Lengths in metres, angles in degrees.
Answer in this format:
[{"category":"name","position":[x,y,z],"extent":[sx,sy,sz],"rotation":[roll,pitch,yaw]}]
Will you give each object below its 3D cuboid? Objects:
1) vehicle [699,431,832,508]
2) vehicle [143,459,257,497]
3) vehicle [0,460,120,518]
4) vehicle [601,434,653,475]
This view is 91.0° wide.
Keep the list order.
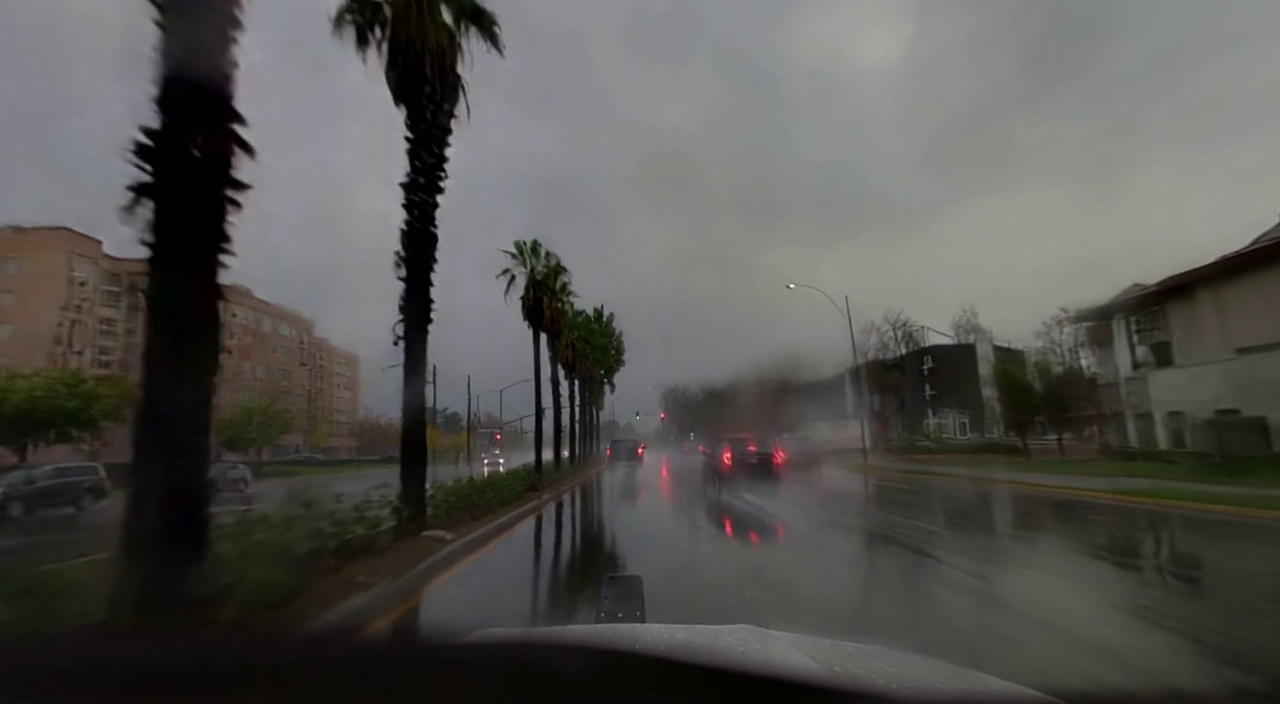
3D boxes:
[{"category":"vehicle","position":[2.828,2.793,15.472],"extent":[2.195,1.590,4.668],"rotation":[0,-8,-2]},{"category":"vehicle","position":[-19.467,5.568,28.120],"extent":[1.847,1.466,4.530],"rotation":[0,-8,-1]},{"category":"vehicle","position":[-19.641,4.388,20.659],"extent":[1.753,1.600,4.040],"rotation":[0,-8,-2]},{"category":"vehicle","position":[-0.597,4.857,30.088],"extent":[2.277,1.816,4.192],"rotation":[0,-8,-1]}]
